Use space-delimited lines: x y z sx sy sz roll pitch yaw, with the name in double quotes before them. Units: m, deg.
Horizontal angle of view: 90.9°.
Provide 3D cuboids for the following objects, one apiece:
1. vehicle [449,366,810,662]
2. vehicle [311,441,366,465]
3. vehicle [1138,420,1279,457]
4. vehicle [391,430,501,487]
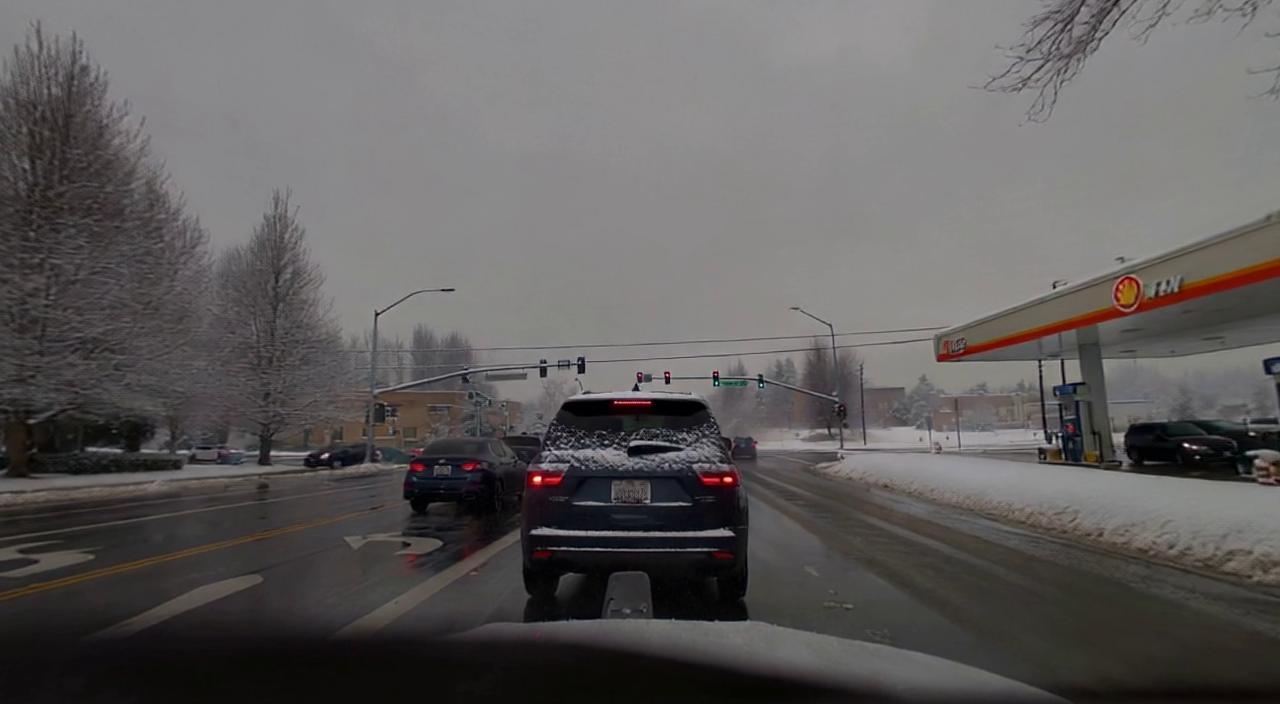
"vehicle" 0.014 1.319 6.145 2.236 1.819 4.291 -1 -9 3
"vehicle" -23.318 7.806 48.920 1.988 1.741 4.522 0 -9 0
"vehicle" 25.966 3.967 28.776 4.551 1.616 1.973 -2 -9 11
"vehicle" -6.632 3.708 22.200 2.065 1.753 4.525 -1 -9 6
